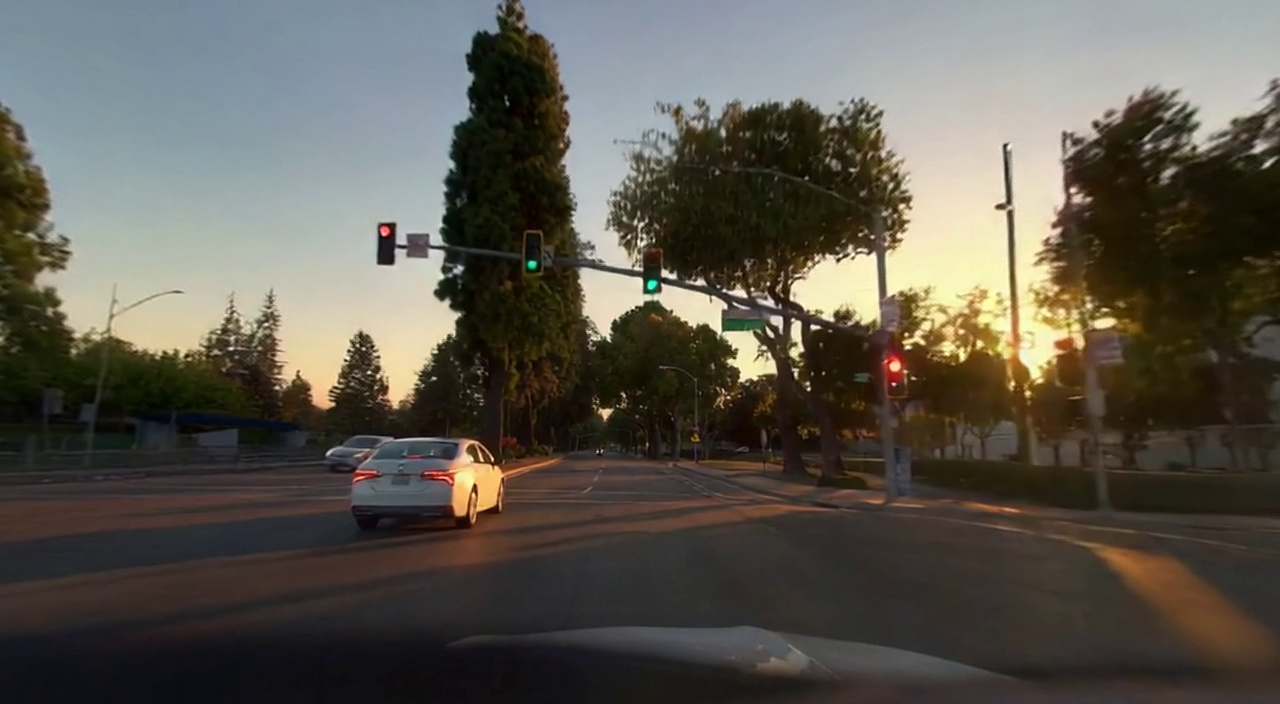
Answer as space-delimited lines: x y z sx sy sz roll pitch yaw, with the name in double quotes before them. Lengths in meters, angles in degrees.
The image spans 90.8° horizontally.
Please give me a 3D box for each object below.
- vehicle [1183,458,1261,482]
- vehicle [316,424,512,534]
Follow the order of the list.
"vehicle" 39.548 7.989 43.045 1.771 1.465 3.841 0 -9 4
"vehicle" -3.624 2.120 11.114 1.915 1.521 4.283 1 -9 -1
